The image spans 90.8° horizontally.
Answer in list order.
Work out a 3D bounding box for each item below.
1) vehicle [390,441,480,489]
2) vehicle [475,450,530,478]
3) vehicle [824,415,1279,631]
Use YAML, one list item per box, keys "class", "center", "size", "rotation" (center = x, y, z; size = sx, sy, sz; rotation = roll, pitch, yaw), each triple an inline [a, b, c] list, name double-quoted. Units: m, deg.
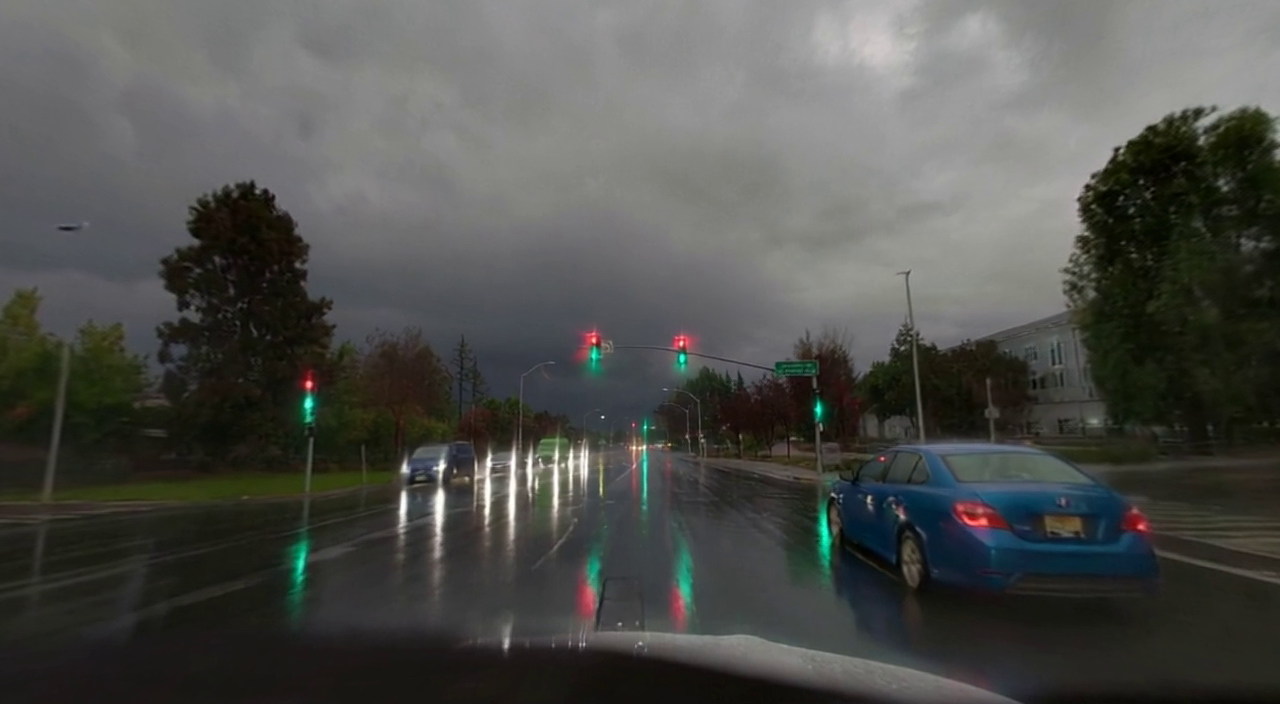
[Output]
- class: "vehicle"
  center: [-8.550, 4.742, 26.924]
  size: [2.130, 1.874, 4.691]
  rotation: [0, -8, 2]
- class: "vehicle"
  center: [-8.040, 6.567, 37.377]
  size: [1.906, 1.468, 4.686]
  rotation: [-1, -8, 3]
- class: "vehicle"
  center: [3.828, 1.618, 7.133]
  size: [2.129, 1.581, 4.780]
  rotation: [0, -8, 1]
